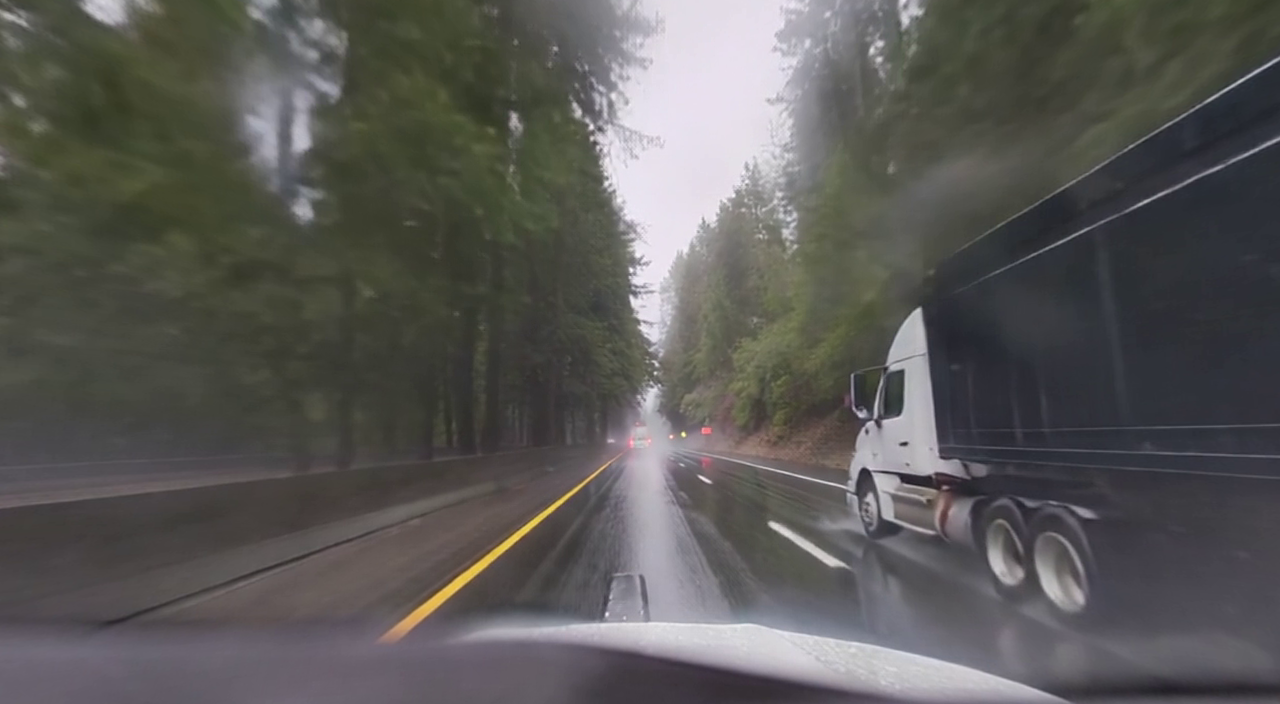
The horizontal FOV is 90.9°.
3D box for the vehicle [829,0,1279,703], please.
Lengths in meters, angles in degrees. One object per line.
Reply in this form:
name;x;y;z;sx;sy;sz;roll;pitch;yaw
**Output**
vehicle;4.249;0.282;4.488;3.013;3.462;8.956;0;-8;0
